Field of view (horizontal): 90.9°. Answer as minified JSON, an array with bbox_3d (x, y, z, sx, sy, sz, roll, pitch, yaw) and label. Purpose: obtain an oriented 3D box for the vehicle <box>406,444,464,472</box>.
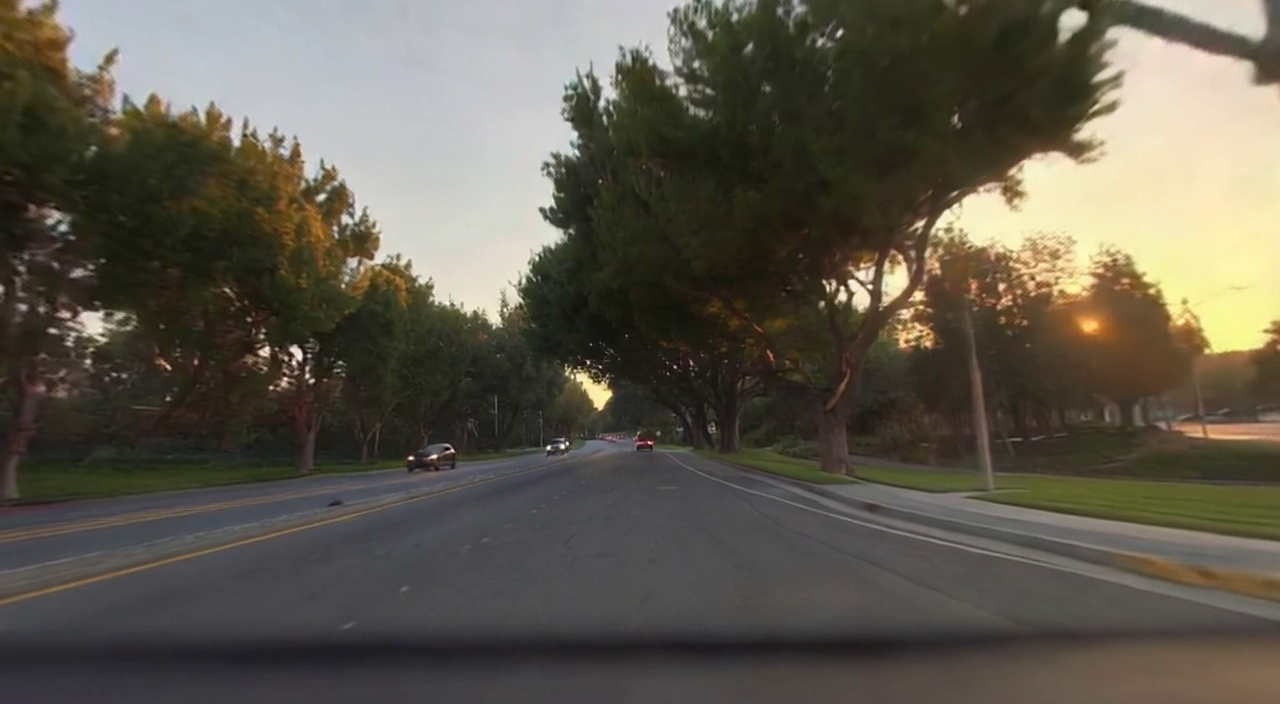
[{"bbox_3d":[-12.524,6.500,38.828,1.982,1.553,4.420,-1,-8,1],"label":"vehicle"}]
